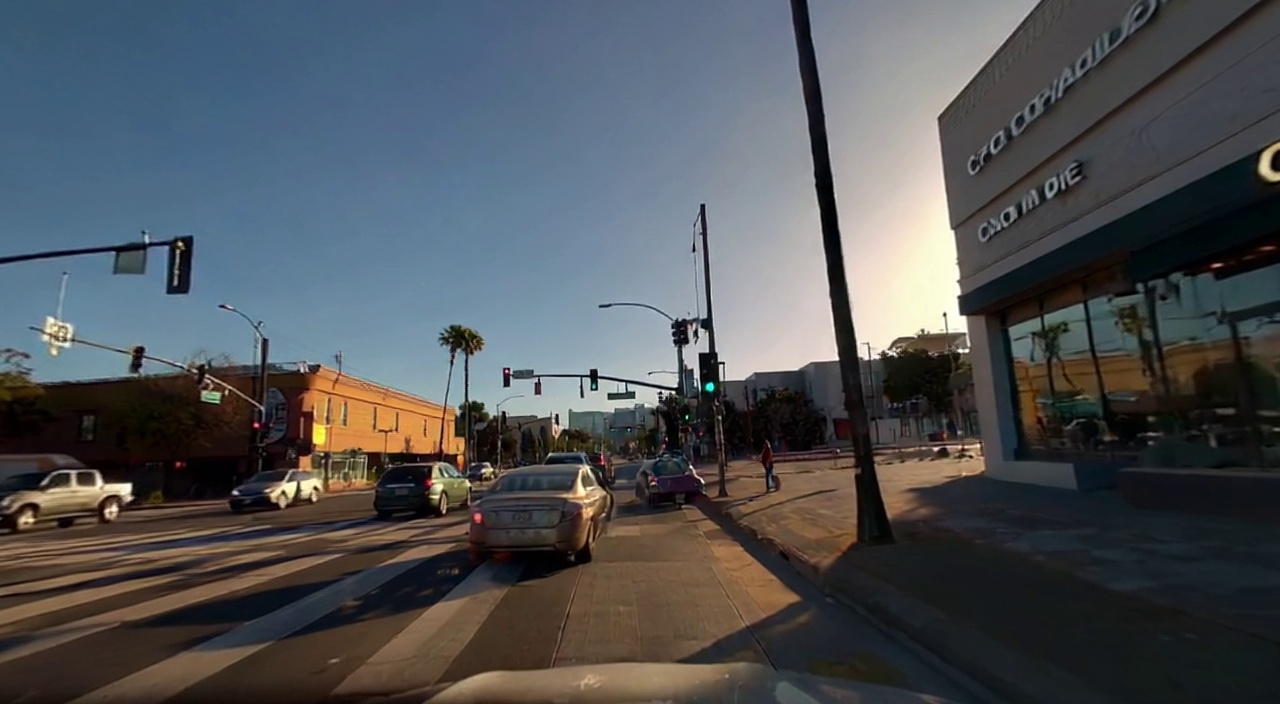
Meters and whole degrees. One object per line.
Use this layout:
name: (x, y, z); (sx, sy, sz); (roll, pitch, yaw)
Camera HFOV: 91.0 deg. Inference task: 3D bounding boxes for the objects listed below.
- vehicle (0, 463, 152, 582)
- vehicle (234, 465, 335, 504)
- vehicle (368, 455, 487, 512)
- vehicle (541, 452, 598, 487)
vehicle: (-9.616, 2.380, 8.866); (2.073, 1.519, 4.248); (0, -9, 0)
vehicle: (-15.542, 5.811, 27.825); (1.964, 1.485, 4.252); (-2, -11, 0)
vehicle: (-6.317, 3.948, 19.363); (1.960, 1.479, 4.654); (0, -9, 1)
vehicle: (-3.245, 5.507, 29.842); (2.147, 1.472, 4.406); (0, -9, 1)
